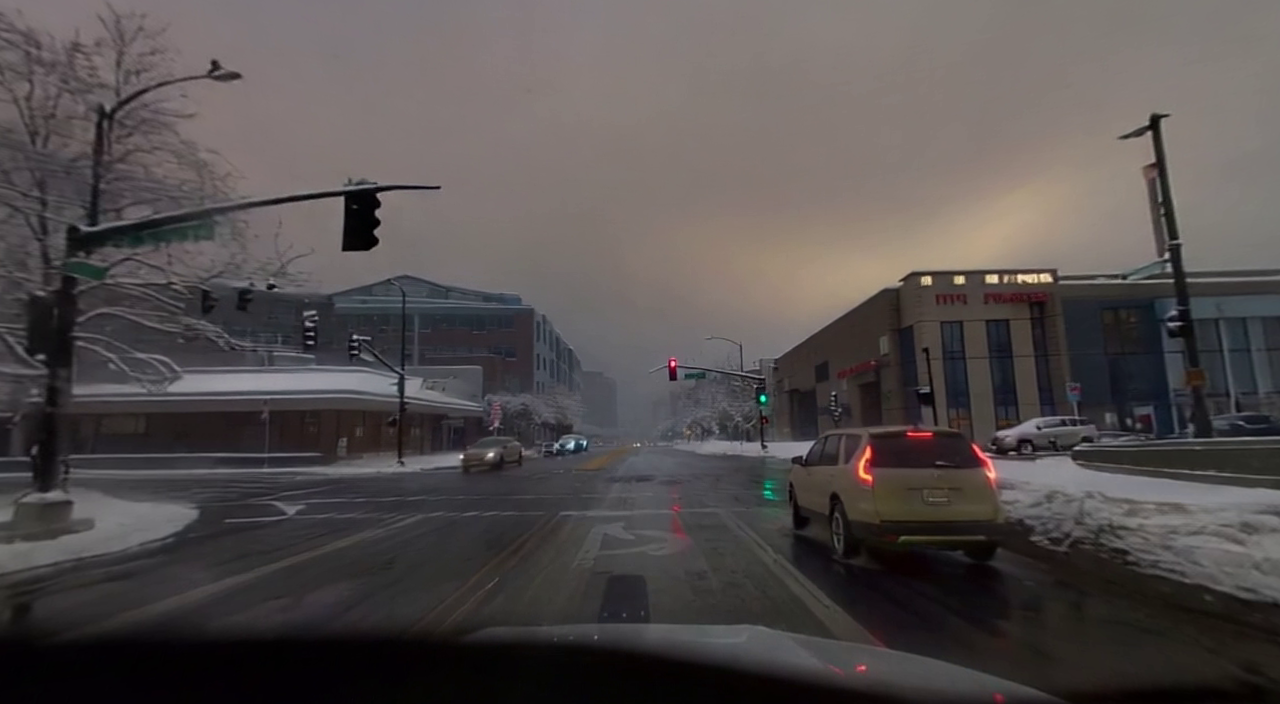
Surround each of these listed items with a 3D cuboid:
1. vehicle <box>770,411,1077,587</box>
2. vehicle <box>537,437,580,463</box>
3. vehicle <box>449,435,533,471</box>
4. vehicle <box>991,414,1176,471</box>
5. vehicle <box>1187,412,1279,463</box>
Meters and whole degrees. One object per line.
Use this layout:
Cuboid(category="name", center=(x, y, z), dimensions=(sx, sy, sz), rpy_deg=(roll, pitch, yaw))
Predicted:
Cuboid(category="vehicle", center=(2.965, 1.612, 7.679), dimensions=(1.947, 1.576, 3.825), rpy_deg=(0, -8, 0))
Cuboid(category="vehicle", center=(-5.590, 6.805, 43.861), dimensions=(2.115, 1.690, 4.322), rpy_deg=(-1, -8, 4))
Cuboid(category="vehicle", center=(-7.676, 5.231, 32.932), dimensions=(1.972, 1.693, 4.516), rpy_deg=(-4, -9, 22))
Cuboid(category="vehicle", center=(14.631, 3.014, 21.023), dimensions=(4.611, 1.778, 1.939), rpy_deg=(0, -8, 0))
Cuboid(category="vehicle", center=(21.522, 2.913, 21.424), dimensions=(4.095, 1.640, 1.848), rpy_deg=(0, -8, 0))
